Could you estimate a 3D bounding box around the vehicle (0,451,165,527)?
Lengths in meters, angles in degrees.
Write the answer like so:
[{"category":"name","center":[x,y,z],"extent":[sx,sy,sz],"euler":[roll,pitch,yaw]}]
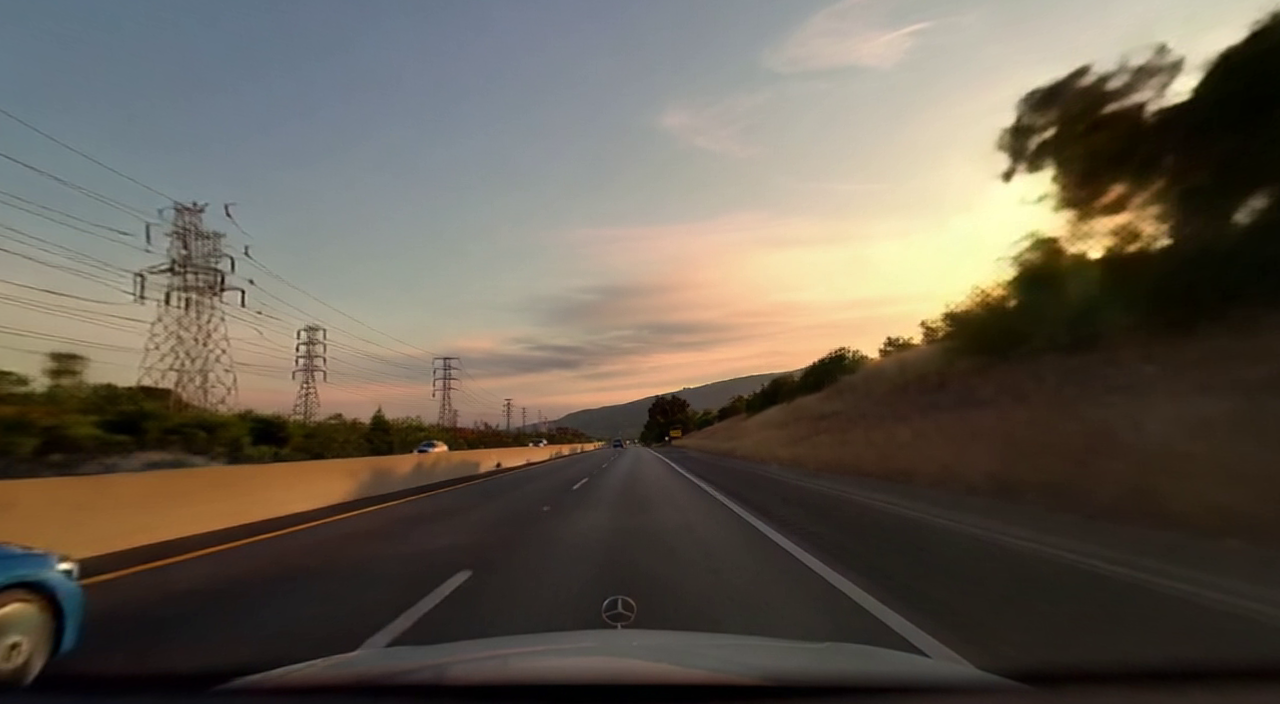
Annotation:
[{"category":"vehicle","center":[-14.190,3.184,15.189],"extent":[1.953,1.477,4.501],"euler":[0,-8,-1]}]
